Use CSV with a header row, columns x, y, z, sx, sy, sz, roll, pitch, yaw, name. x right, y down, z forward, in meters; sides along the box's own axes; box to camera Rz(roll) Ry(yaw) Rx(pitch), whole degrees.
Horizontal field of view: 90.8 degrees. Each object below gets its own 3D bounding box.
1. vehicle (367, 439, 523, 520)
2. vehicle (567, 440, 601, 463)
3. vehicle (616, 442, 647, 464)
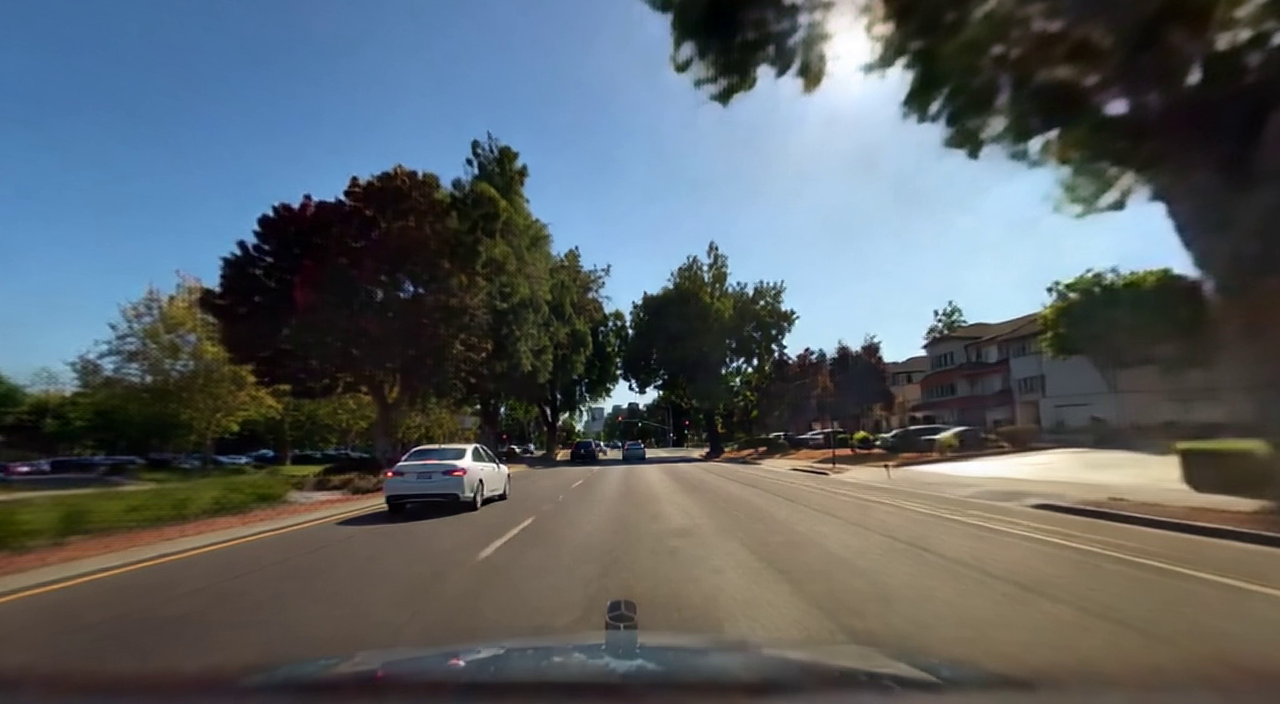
x,y,z,sx,sy,sz,roll,pitch,yaw,name
-3.855,2.573,13.397,1.905,1.418,4.396,0,-8,0,vehicle
-4.094,7.322,46.799,2.103,1.592,4.160,0,-8,0,vehicle
-0.572,6.767,42.498,1.991,1.431,4.199,0,-8,-1,vehicle
